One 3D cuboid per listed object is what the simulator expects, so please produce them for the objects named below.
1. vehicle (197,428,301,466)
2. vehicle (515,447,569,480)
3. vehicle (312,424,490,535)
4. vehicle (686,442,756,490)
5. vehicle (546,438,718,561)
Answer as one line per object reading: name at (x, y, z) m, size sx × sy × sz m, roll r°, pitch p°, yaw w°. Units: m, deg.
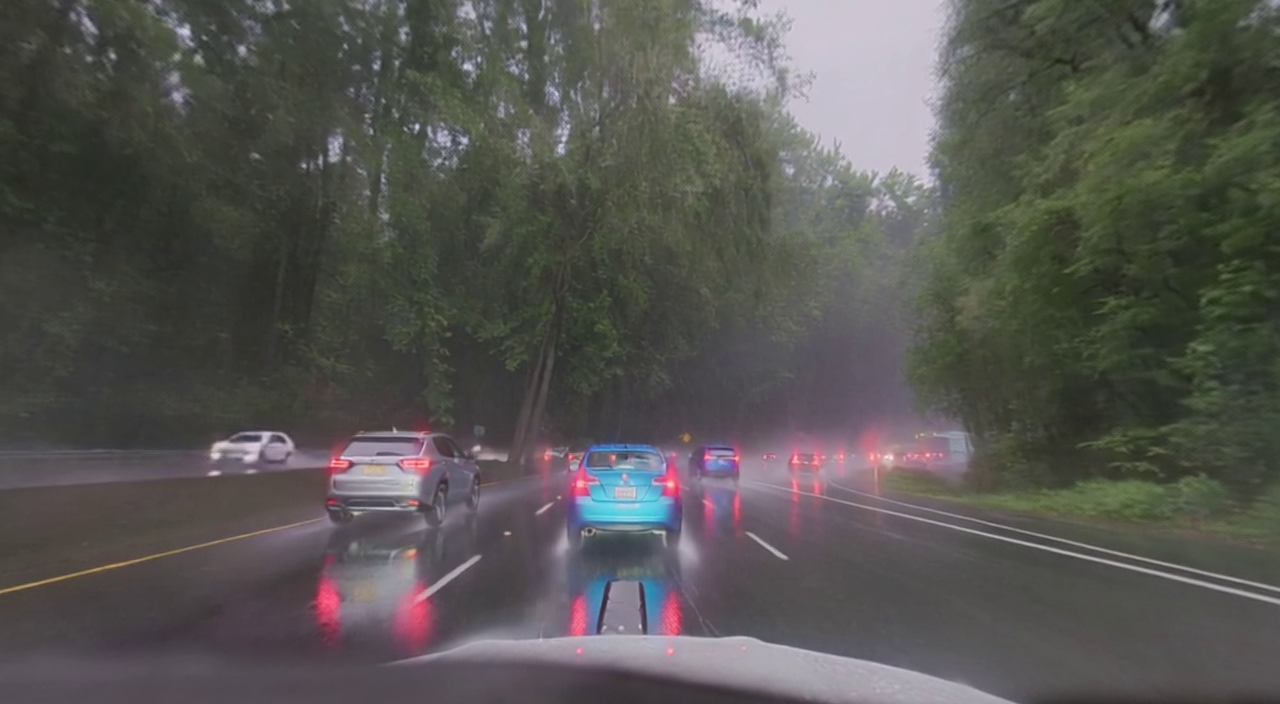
vehicle at (-17.843, 4.392, 29.063) m, size 2.157 × 1.594 × 4.283 m, roll 0°, pitch -9°, yaw -2°
vehicle at (-4.771, 5.481, 31.122) m, size 2.122 × 1.491 × 3.800 m, roll 0°, pitch -9°, yaw -1°
vehicle at (-4.207, 2.301, 11.908) m, size 1.830 × 1.703 × 4.142 m, roll 0°, pitch -9°, yaw -2°
vehicle at (3.039, 4.395, 24.622) m, size 1.996 × 1.688 × 4.207 m, roll 0°, pitch -9°, yaw -2°
vehicle at (-0.162, 2.152, 9.939) m, size 2.120 × 1.478 × 4.179 m, roll 0°, pitch -9°, yaw -2°
